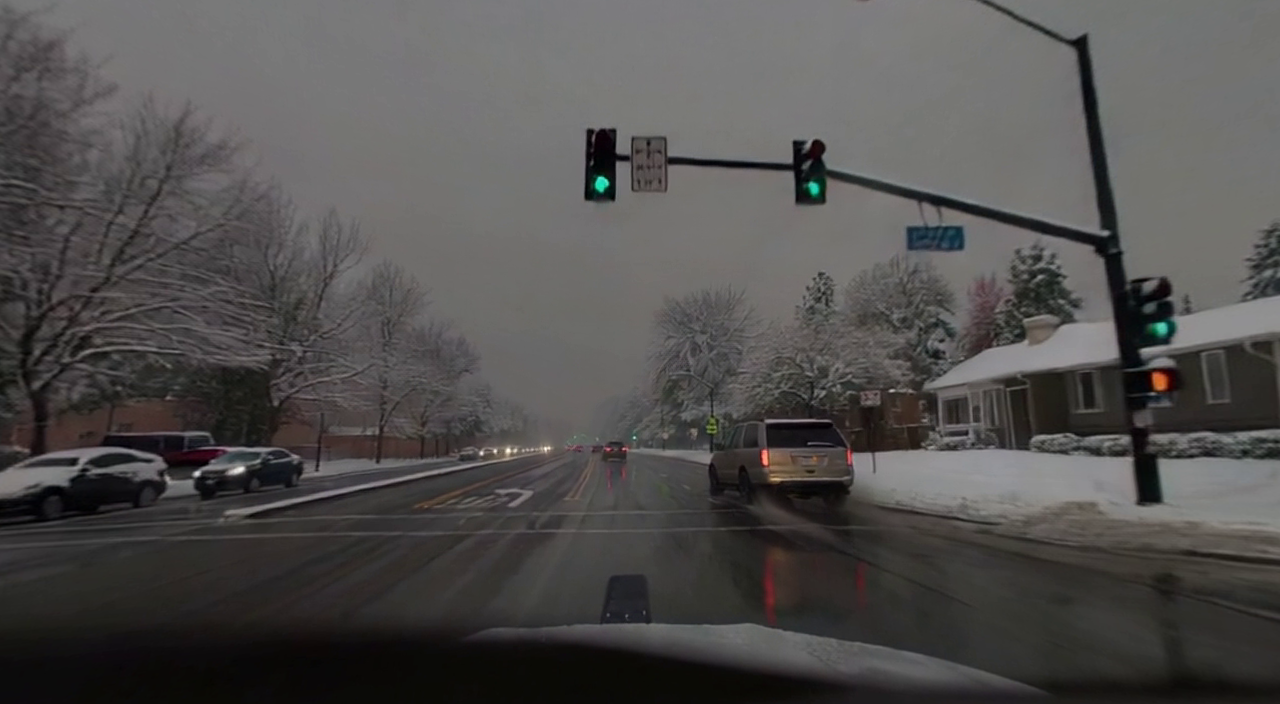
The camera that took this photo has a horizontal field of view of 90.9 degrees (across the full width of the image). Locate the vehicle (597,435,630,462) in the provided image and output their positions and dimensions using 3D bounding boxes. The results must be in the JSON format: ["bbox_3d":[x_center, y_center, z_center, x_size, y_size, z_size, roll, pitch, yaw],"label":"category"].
[{"bbox_3d":[-1.859,6.594,43.379,2.138,1.729,4.178,1,-8,-4],"label":"vehicle"}]

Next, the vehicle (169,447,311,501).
[{"bbox_3d":[-13.050,3.960,20.979,1.965,1.416,4.613,-3,-8,-3],"label":"vehicle"}]

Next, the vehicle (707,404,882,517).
[{"bbox_3d":[3.146,2.373,14.457,2.338,2.063,5.592,1,-8,-3],"label":"vehicle"}]

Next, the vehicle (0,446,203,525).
[{"bbox_3d":[-13.141,3.091,15.109,1.955,1.509,4.640,-3,-8,1],"label":"vehicle"}]
